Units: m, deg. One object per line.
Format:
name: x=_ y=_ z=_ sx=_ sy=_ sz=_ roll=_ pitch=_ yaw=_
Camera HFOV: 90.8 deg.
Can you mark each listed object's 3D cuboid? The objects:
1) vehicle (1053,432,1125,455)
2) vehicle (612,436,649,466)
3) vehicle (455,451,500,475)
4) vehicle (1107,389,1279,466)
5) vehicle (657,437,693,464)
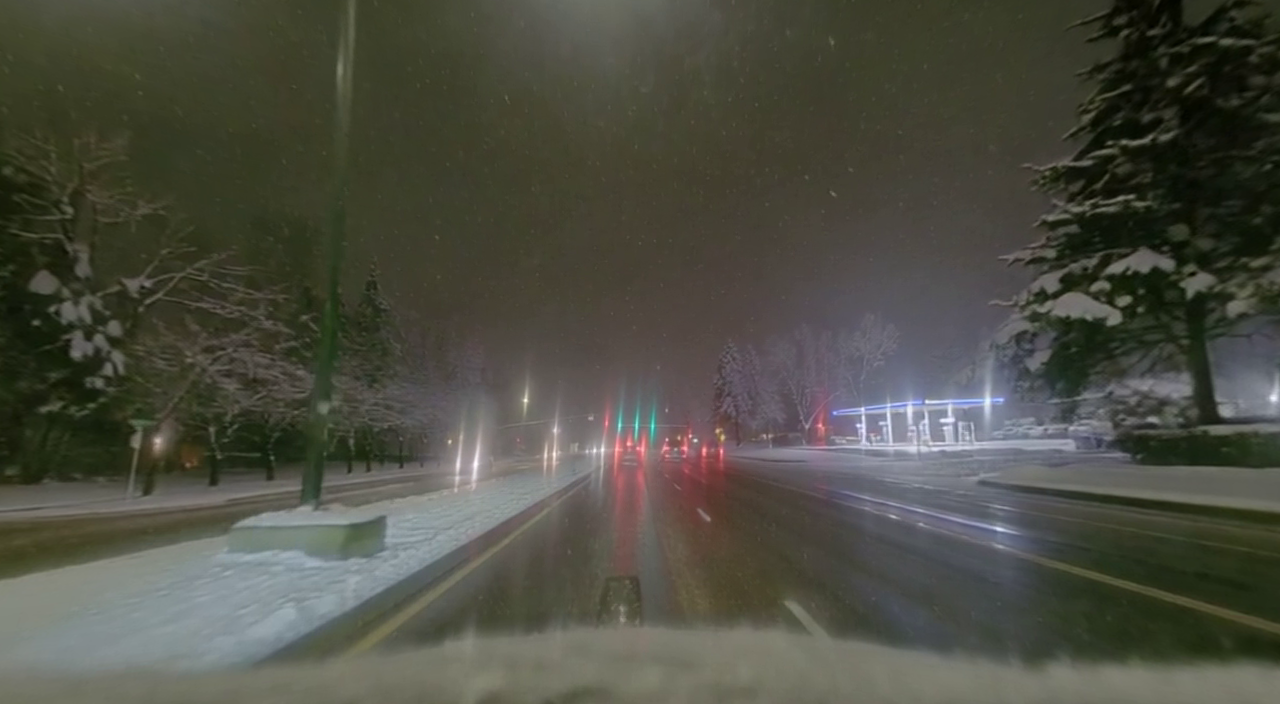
vehicle: x=30.656 y=6.242 z=43.077 sx=4.663 sy=1.485 sz=1.991 roll=4 pitch=-10 yaw=-28
vehicle: x=-0.644 y=6.421 z=41.163 sx=2.261 sy=1.820 sz=4.255 roll=0 pitch=-8 yaw=-2
vehicle: x=-11.160 y=7.670 z=43.722 sx=2.052 sy=1.503 sz=4.559 roll=0 pitch=-8 yaw=-1
vehicle: x=29.046 y=3.997 z=33.099 sx=8.711 sy=3.678 sz=2.870 roll=3 pitch=-9 yaw=-21
vehicle: x=2.402 y=6.910 z=44.393 sx=2.140 sy=1.800 sz=4.660 roll=0 pitch=-8 yaw=-2
